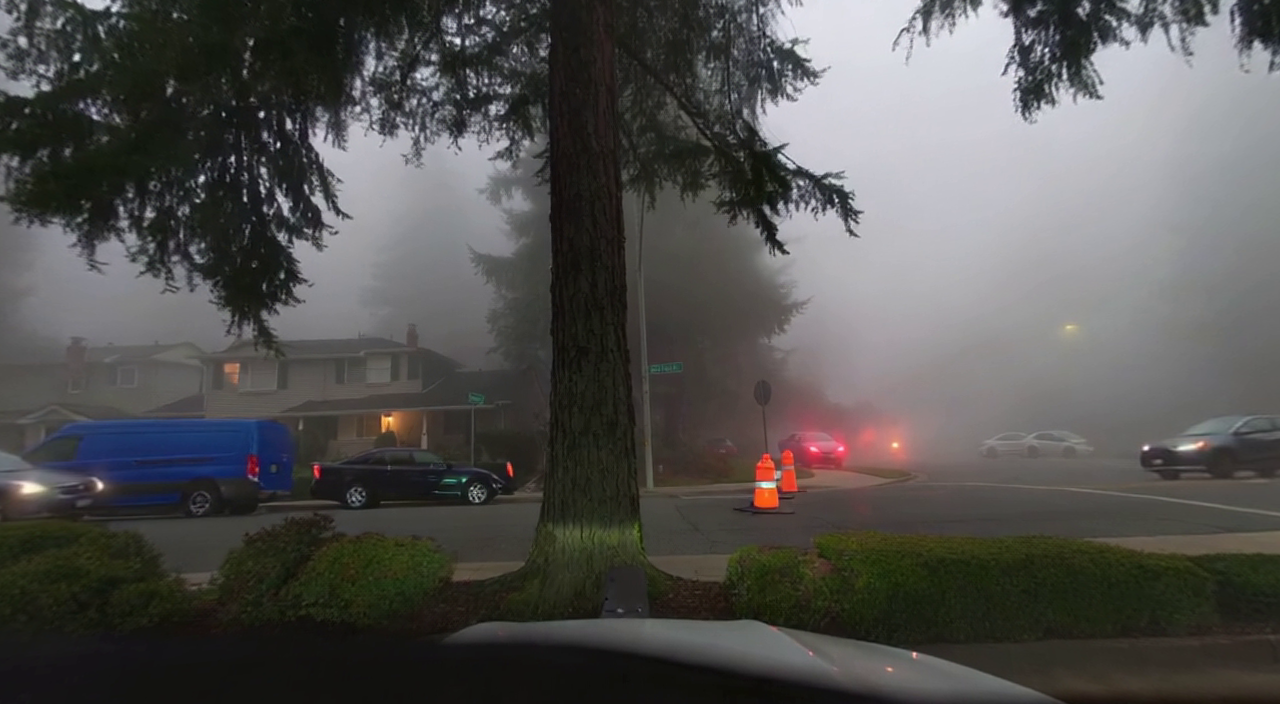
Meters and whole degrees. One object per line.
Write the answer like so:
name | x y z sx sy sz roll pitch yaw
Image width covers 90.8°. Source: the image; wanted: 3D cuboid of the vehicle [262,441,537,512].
vehicle | -6.375 3.415 17.807 6.643 1.777 2.925 1 -9 -6

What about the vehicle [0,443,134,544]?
vehicle | -12.015 2.362 10.920 4.684 1.556 2.087 0 -8 -1

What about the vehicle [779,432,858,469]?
vehicle | 8.066 4.500 28.953 1.893 1.529 4.422 1 -9 -7

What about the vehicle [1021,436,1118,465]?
vehicle | 22.767 5.225 33.556 3.863 1.453 1.826 1 -9 -5

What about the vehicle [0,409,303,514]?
vehicle | -14.065 3.054 17.444 7.824 2.323 2.863 -3 -10 -2

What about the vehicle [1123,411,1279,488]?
vehicle | 16.044 2.552 16.606 5.047 1.851 2.103 1 -9 -5

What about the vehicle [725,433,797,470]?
vehicle | 5.345 4.467 28.493 2.007 1.555 4.204 1 -9 -7

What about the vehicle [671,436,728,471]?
vehicle | 2.593 4.536 28.366 1.745 1.461 4.074 1 -9 -6

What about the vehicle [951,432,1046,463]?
vehicle | 23.535 6.275 41.603 4.984 1.912 2.132 1 -8 -5

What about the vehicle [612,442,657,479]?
vehicle | -0.301 4.760 27.930 1.648 1.430 3.654 4 -9 -4
